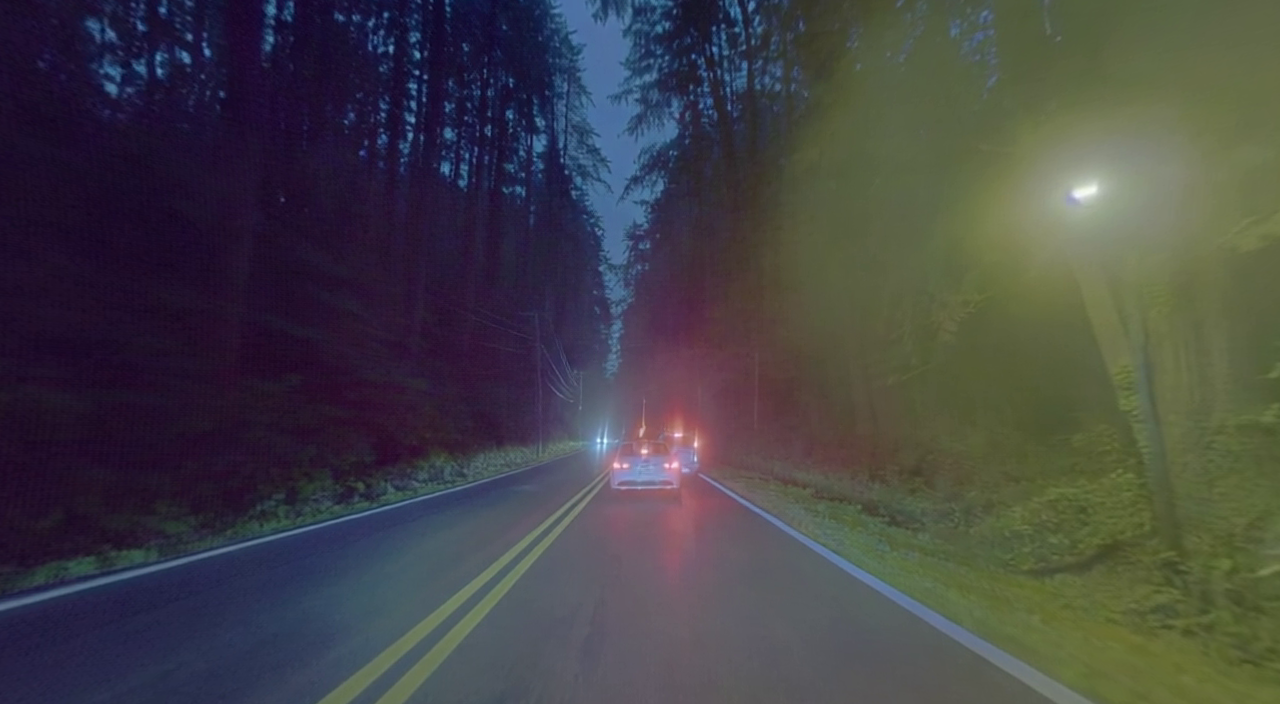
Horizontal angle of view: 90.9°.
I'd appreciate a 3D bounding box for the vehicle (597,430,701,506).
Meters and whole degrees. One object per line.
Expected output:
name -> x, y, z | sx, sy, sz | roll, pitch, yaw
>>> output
vehicle -> 0.166, 2.607, 14.576 | 2.081, 1.503, 3.726 | 0, -8, -1
